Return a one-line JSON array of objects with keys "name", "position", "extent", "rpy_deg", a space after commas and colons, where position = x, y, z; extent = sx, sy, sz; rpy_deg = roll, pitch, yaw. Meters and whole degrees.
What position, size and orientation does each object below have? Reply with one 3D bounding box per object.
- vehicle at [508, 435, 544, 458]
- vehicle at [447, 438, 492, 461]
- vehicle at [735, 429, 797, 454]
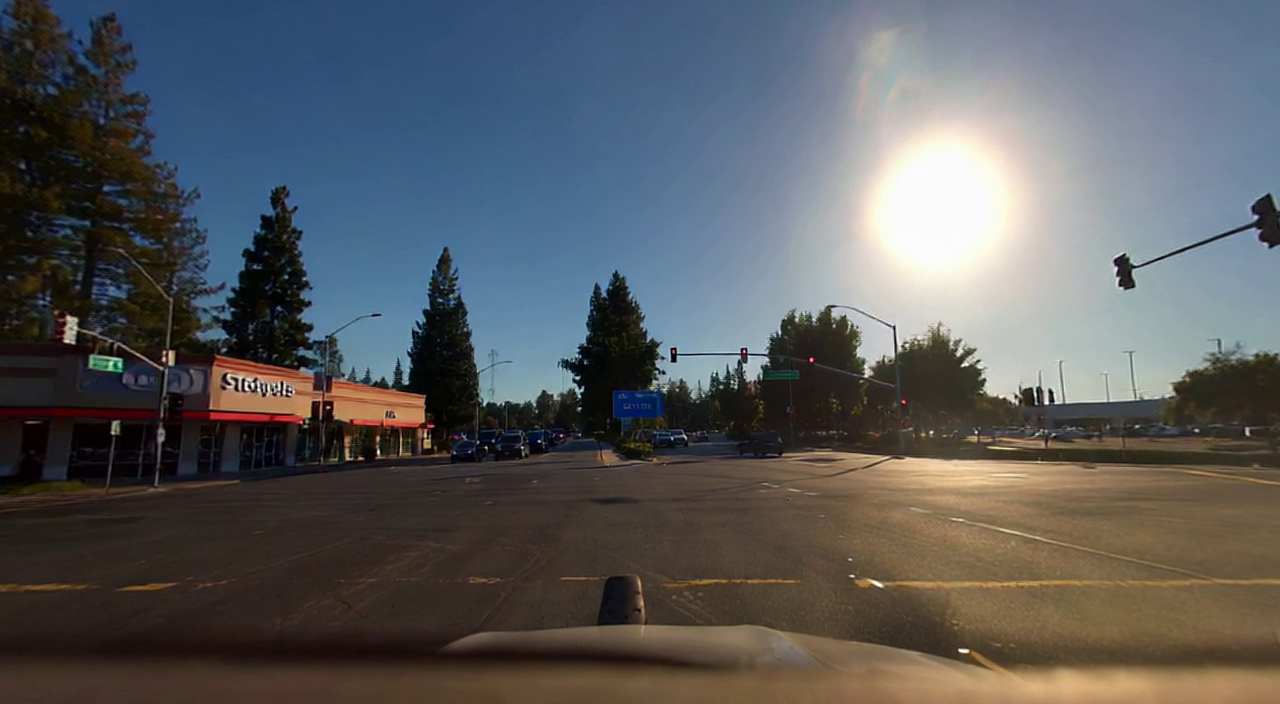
[{"name": "vehicle", "position": [-8.067, 6.746, 45.050], "extent": [1.920, 1.546, 4.086], "rpy_deg": [0, -9, -2]}, {"name": "vehicle", "position": [-11.773, 6.787, 43.898], "extent": [2.111, 1.499, 4.371], "rpy_deg": [0, -9, -3]}, {"name": "vehicle", "position": [8.712, 6.286, 44.052], "extent": [1.936, 1.664, 4.667], "rpy_deg": [4, -10, -24]}]
